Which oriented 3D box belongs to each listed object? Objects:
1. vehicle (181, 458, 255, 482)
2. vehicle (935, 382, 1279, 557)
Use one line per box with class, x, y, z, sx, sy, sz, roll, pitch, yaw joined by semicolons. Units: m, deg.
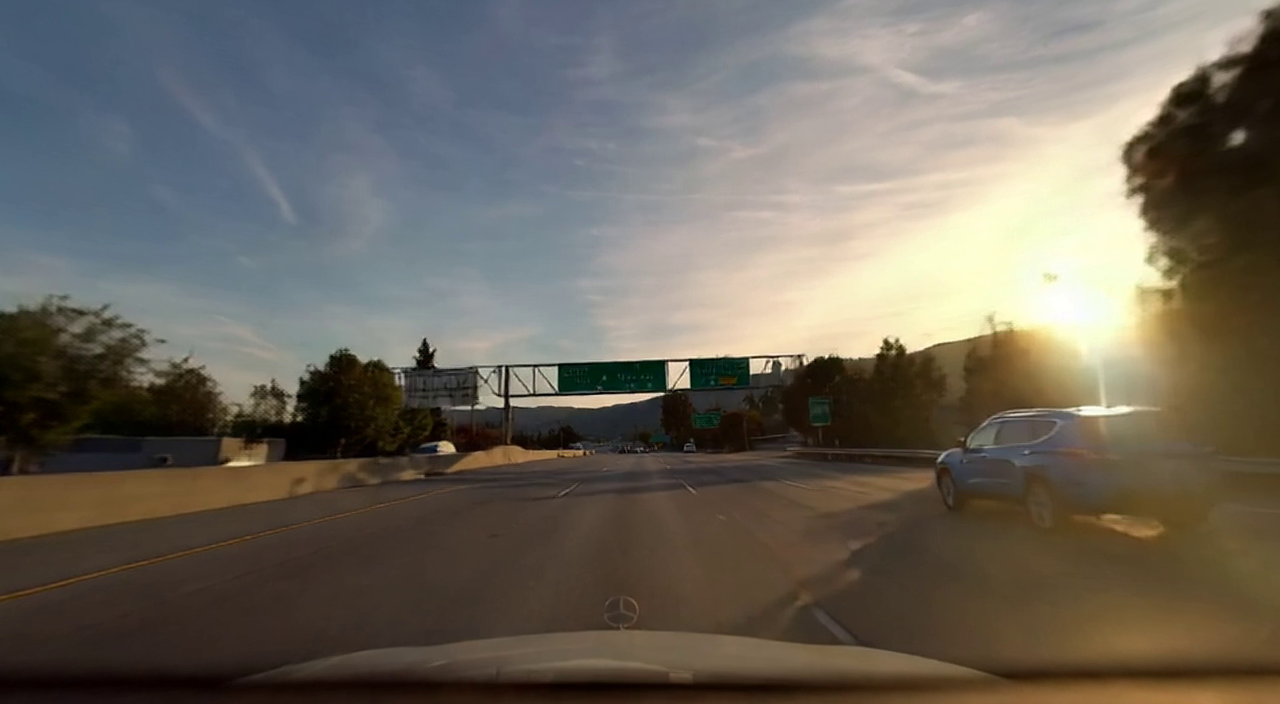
vehicle;-29.291;8.168;43.994;1.907;1.499;4.738;-1;-8;0
vehicle;6.597;1.615;9.251;2.222;1.899;4.595;0;-8;-1
